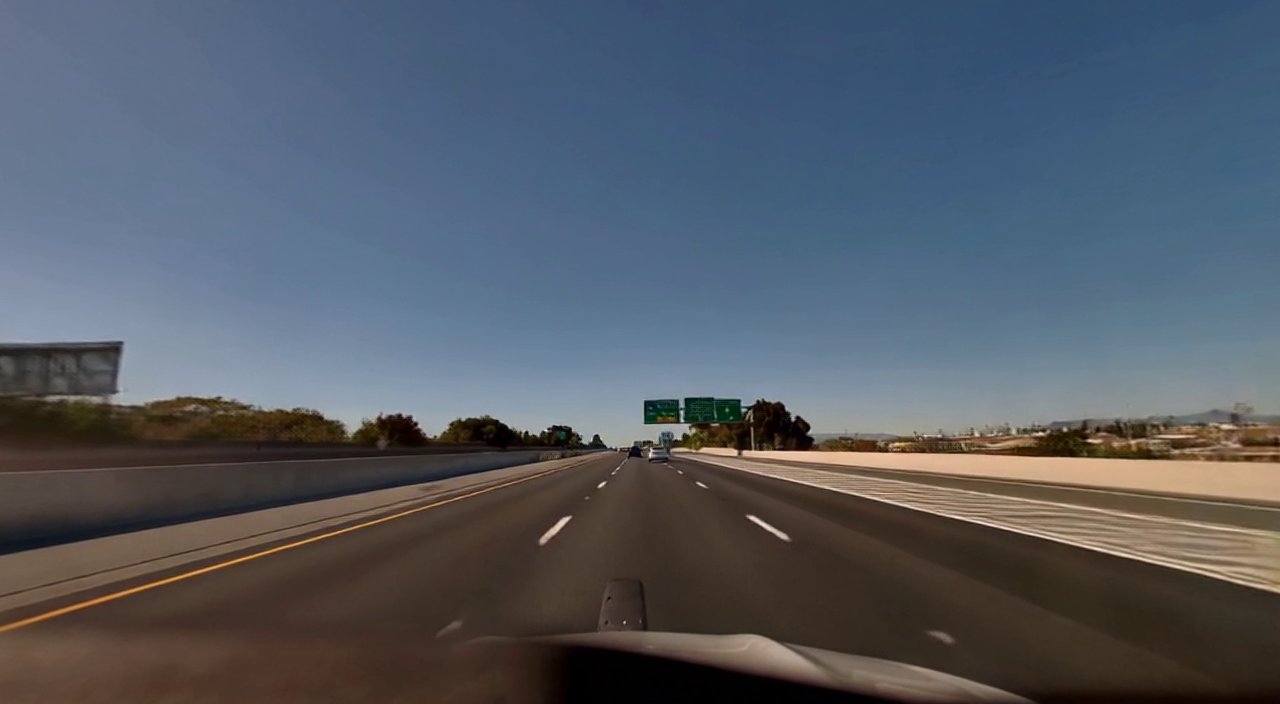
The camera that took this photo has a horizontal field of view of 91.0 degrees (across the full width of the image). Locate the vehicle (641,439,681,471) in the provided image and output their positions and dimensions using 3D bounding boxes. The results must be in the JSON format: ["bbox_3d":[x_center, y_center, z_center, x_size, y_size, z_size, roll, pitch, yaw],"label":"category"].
[{"bbox_3d":[1.086,5.679,34.828,2.050,1.654,4.192,0,-8,0],"label":"vehicle"}]
